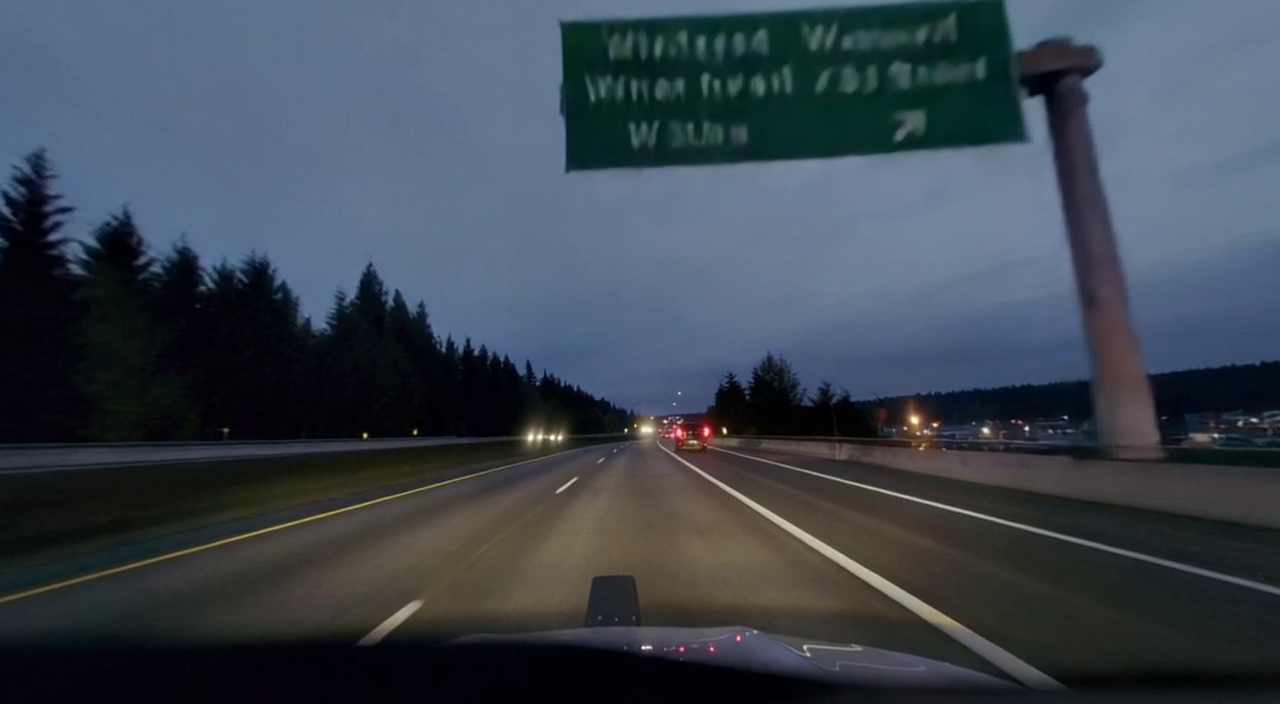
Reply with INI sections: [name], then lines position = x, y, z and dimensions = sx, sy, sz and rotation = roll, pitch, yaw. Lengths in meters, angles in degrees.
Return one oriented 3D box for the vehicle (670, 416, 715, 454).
[vehicle]
position = 3.367, 5.459, 41.306
dimensions = 2.450, 2.314, 4.753
rotation = 0, -8, -1
